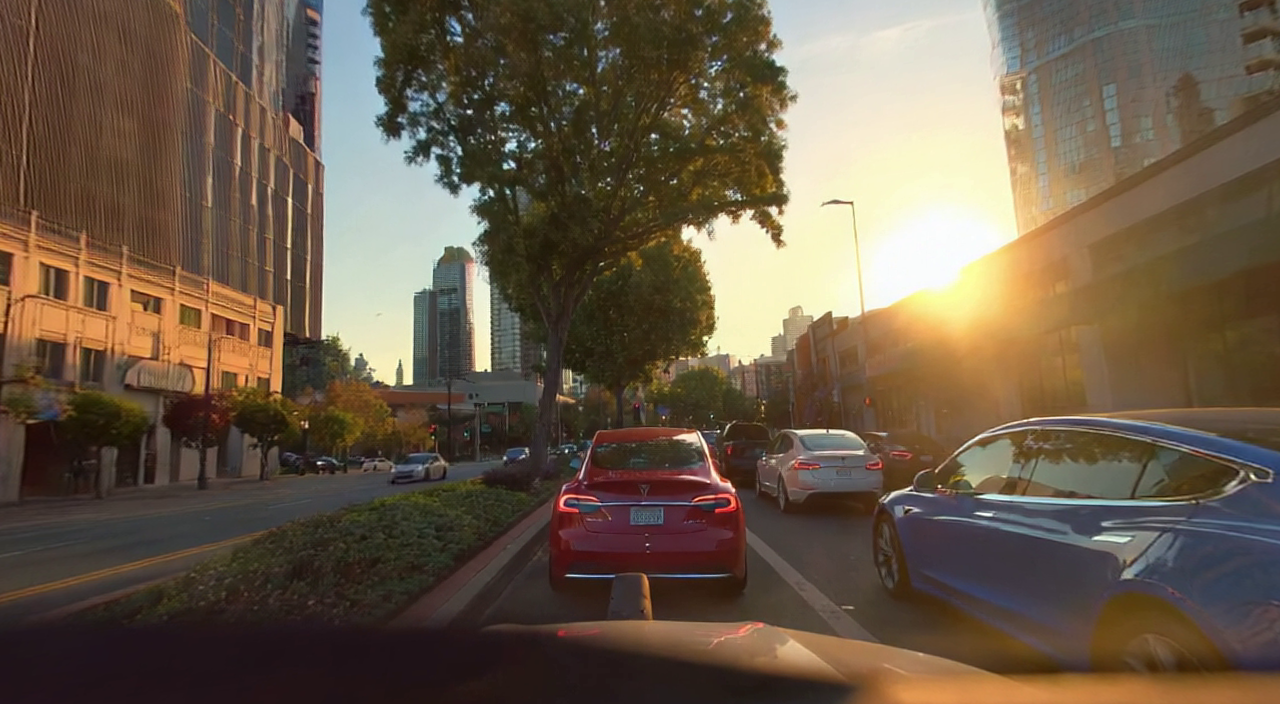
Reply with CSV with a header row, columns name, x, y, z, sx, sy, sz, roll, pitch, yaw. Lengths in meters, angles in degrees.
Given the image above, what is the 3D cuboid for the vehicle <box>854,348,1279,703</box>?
name,x,y,z,sx,sy,sz,roll,pitch,yaw
vehicle,3.183,1.098,4.046,2.038,1.651,4.455,0,-8,0

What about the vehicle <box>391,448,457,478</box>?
name,x,y,z,sx,sy,sz,roll,pitch,yaw
vehicle,-11.588,5.988,34.191,1.892,1.479,4.355,-1,-8,2

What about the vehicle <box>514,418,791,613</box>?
name,x,y,z,sx,sy,sz,roll,pitch,yaw
vehicle,0.105,1.558,6.916,2.137,1.488,3.938,0,-8,0
